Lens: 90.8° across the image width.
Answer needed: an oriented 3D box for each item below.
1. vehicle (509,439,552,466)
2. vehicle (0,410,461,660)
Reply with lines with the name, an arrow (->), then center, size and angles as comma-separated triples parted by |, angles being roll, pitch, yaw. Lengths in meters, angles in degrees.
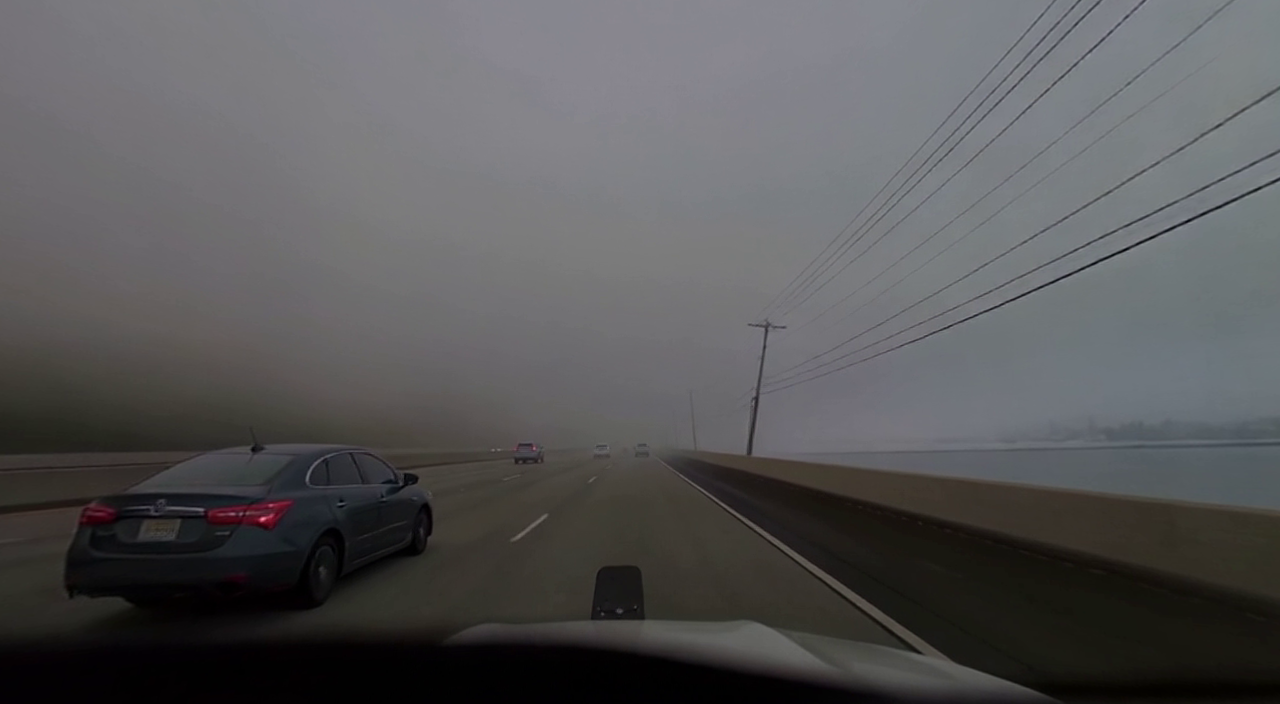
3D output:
vehicle -> -7.374, 6.841, 42.912 | 2.050, 1.717, 4.418 | 0, -9, 0
vehicle -> -3.415, 1.444, 6.113 | 2.015, 1.501, 4.454 | 0, -9, 1
